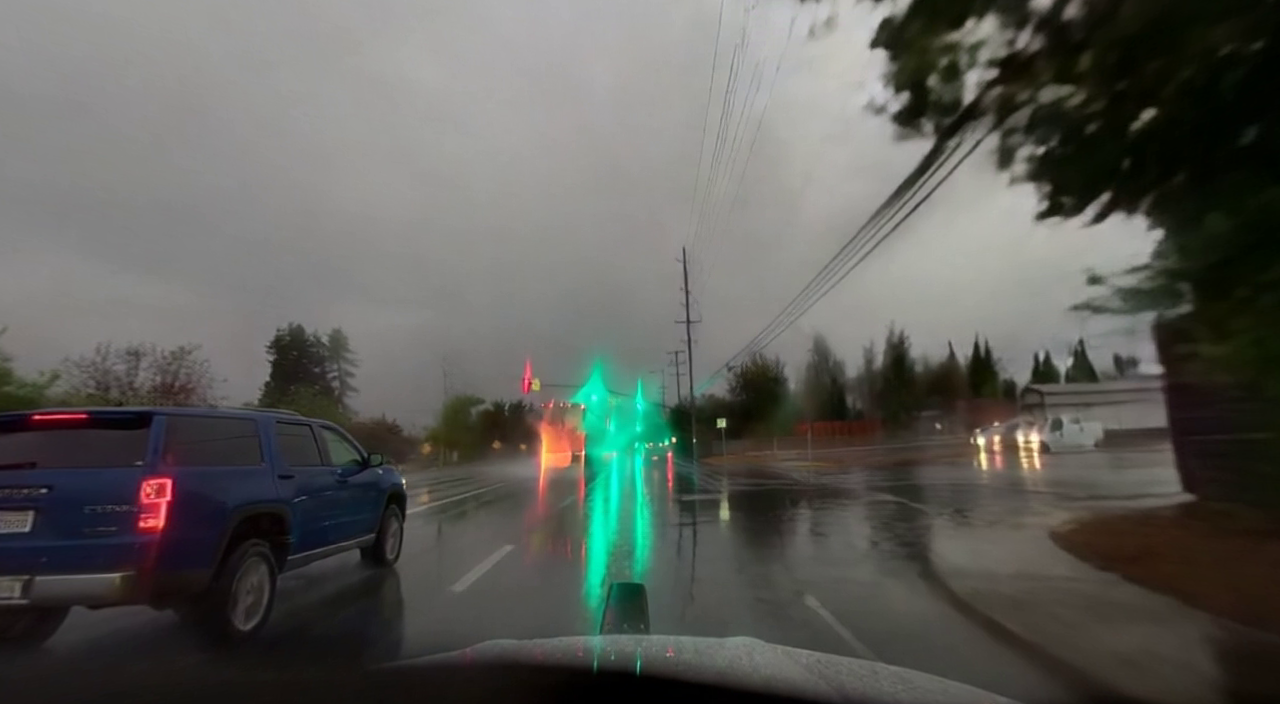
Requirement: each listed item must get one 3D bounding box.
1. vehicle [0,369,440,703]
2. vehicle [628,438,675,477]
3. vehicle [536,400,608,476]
[{"bbox_3d":[-3.632,1.341,5.663,2.093,1.832,4.508,0,-9,1],"label":"vehicle"},{"bbox_3d":[0.548,5.156,30.971,2.174,1.749,4.113,0,-9,1],"label":"vehicle"},{"bbox_3d":[-3.526,4.869,35.203,2.928,3.658,8.980,0,-9,0],"label":"vehicle"}]
